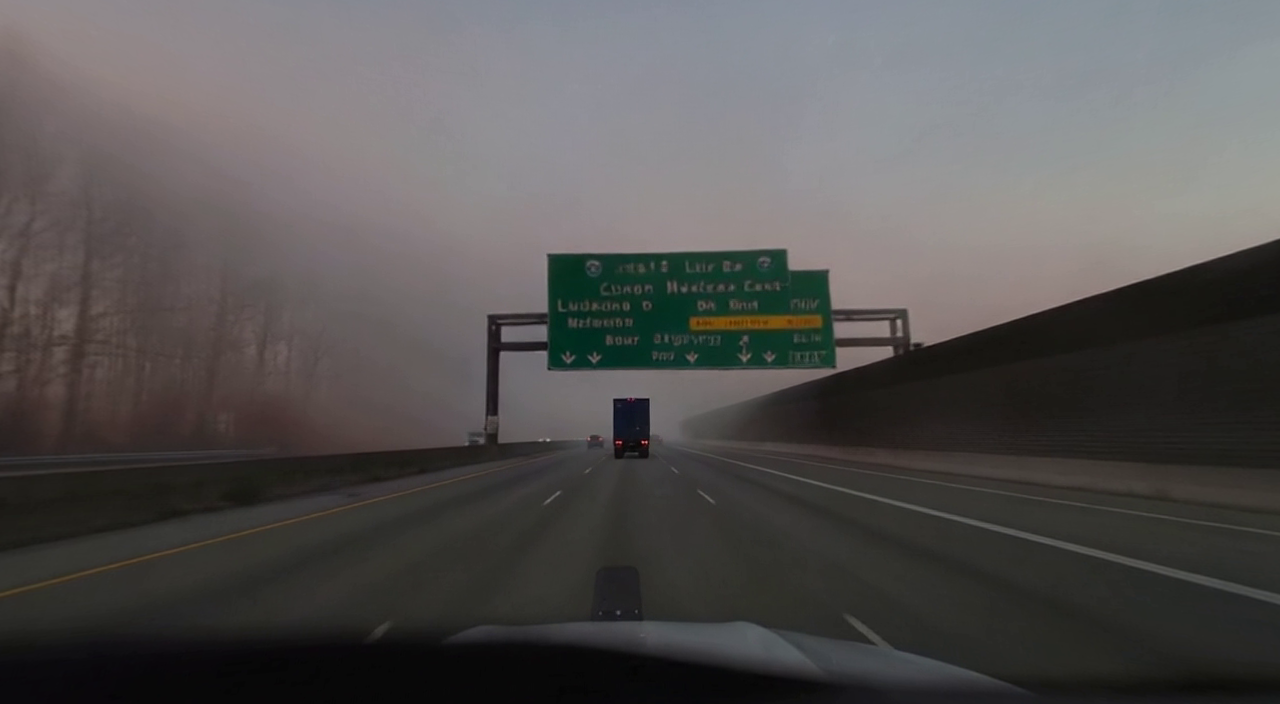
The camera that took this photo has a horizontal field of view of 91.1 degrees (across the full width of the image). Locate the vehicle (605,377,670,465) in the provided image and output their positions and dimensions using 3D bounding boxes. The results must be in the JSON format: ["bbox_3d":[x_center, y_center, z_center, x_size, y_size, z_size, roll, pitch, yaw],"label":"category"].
[{"bbox_3d":[-0.230,4.259,37.086,2.965,3.972,16.689,0,-8,-1],"label":"vehicle"}]
